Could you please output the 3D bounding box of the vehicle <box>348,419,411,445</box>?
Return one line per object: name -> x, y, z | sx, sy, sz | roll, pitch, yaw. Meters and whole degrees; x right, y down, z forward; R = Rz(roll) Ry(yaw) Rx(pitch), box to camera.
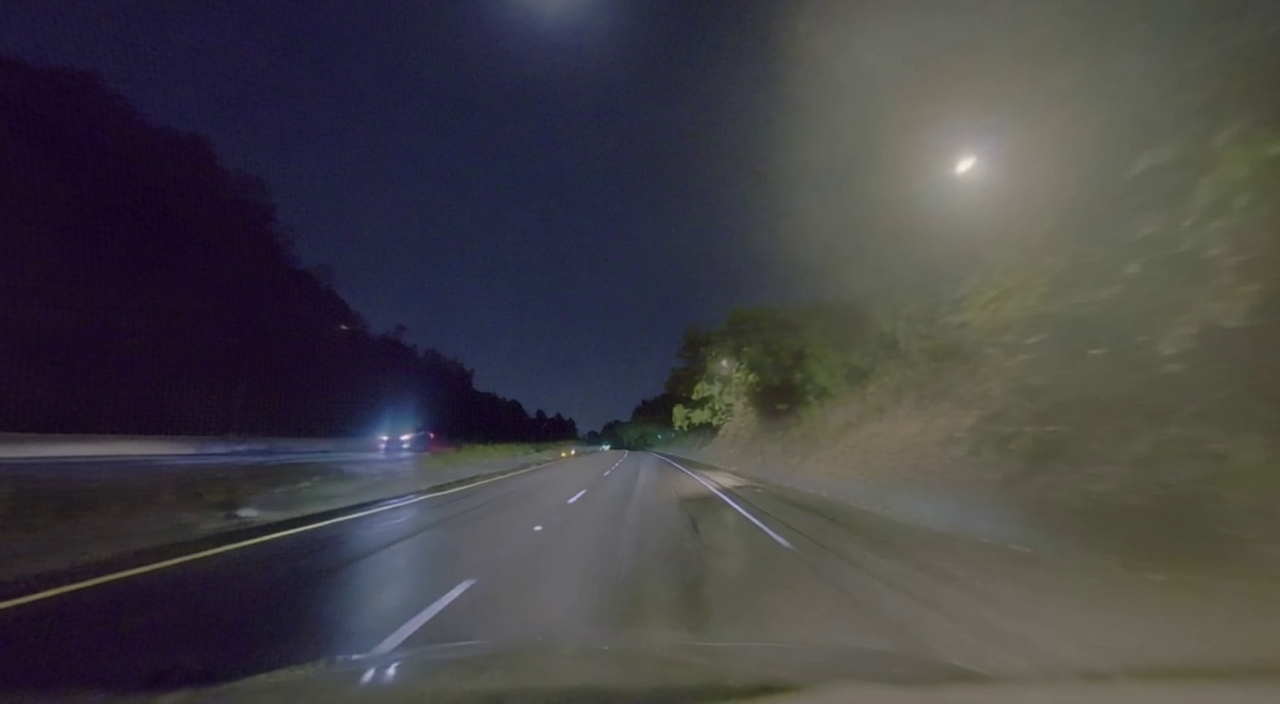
vehicle -> -18.204, 5.696, 44.164 | 2.039, 1.677, 5.323 | 0, -9, 1
